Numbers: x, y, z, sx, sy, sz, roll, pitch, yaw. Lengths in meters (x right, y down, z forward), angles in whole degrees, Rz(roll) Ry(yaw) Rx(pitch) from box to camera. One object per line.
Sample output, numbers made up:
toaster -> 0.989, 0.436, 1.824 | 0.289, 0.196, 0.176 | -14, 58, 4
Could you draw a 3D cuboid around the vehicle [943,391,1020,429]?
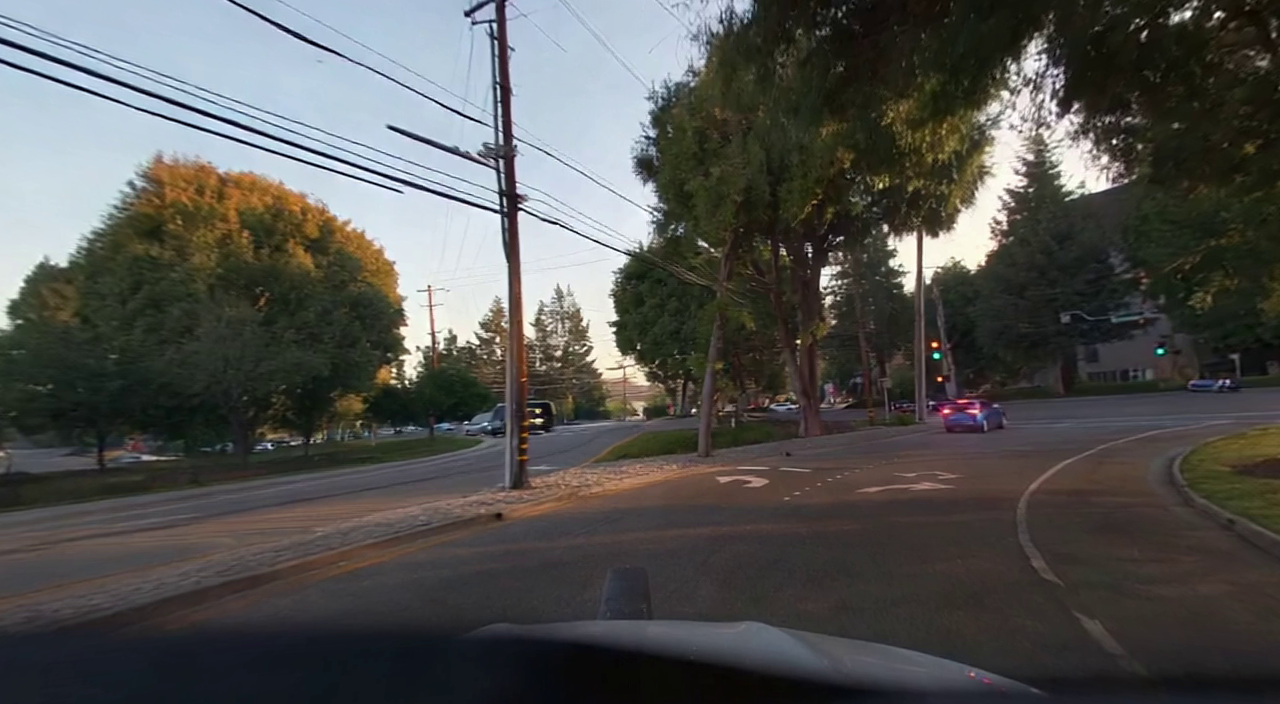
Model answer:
vehicle -> 17.934, 3.103, 33.025 | 4.704, 1.726, 1.928 | 7, -11, -41
